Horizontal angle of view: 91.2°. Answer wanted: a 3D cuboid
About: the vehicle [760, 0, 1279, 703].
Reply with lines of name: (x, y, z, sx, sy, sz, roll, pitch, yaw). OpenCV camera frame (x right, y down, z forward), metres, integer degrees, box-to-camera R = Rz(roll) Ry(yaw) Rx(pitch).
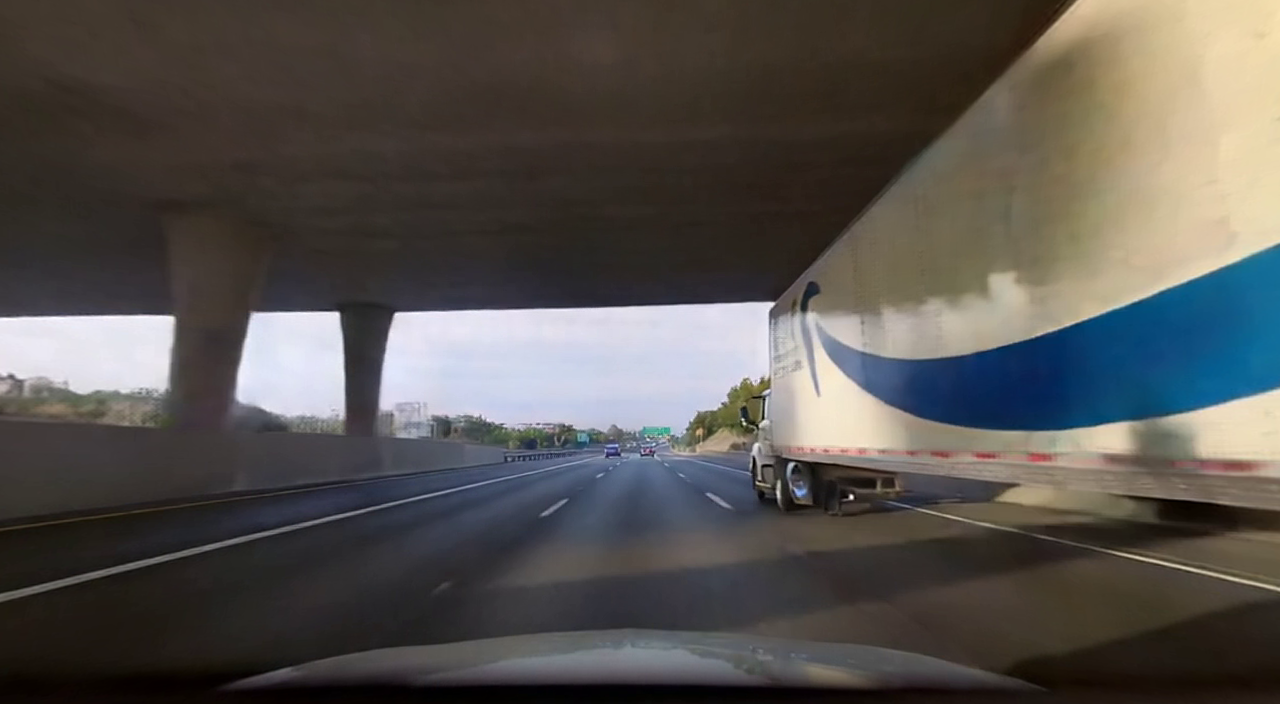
vehicle: (4.040, 0.048, 4.781, 2.928, 4.021, 17.190, 0, -9, 0)
